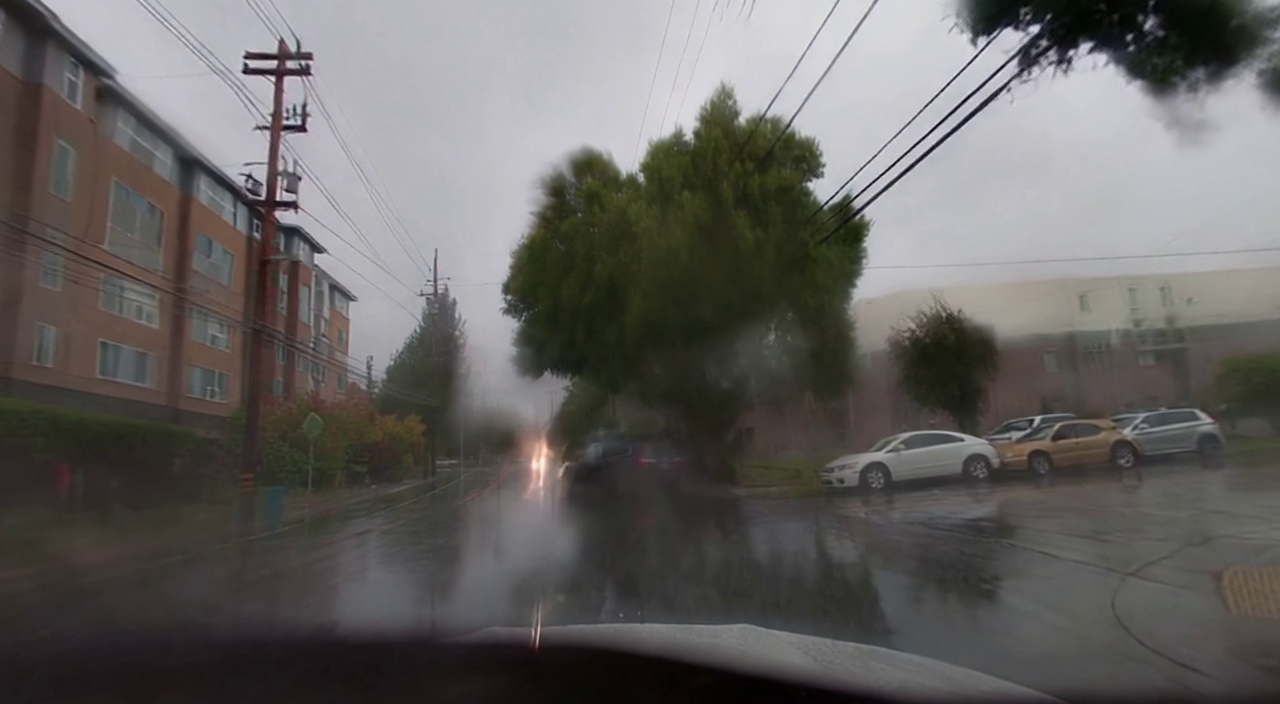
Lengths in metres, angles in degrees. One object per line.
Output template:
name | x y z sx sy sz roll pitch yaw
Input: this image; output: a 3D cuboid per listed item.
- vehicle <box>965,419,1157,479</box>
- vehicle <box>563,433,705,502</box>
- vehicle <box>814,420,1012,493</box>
vehicle | 12.962 3.017 19.563 4.830 1.490 1.878 -1 -11 -11
vehicle | -0.340 3.586 20.076 2.155 1.872 4.790 6 -11 -35
vehicle | 7.893 3.061 18.475 4.877 1.755 1.918 -1 -11 -11
